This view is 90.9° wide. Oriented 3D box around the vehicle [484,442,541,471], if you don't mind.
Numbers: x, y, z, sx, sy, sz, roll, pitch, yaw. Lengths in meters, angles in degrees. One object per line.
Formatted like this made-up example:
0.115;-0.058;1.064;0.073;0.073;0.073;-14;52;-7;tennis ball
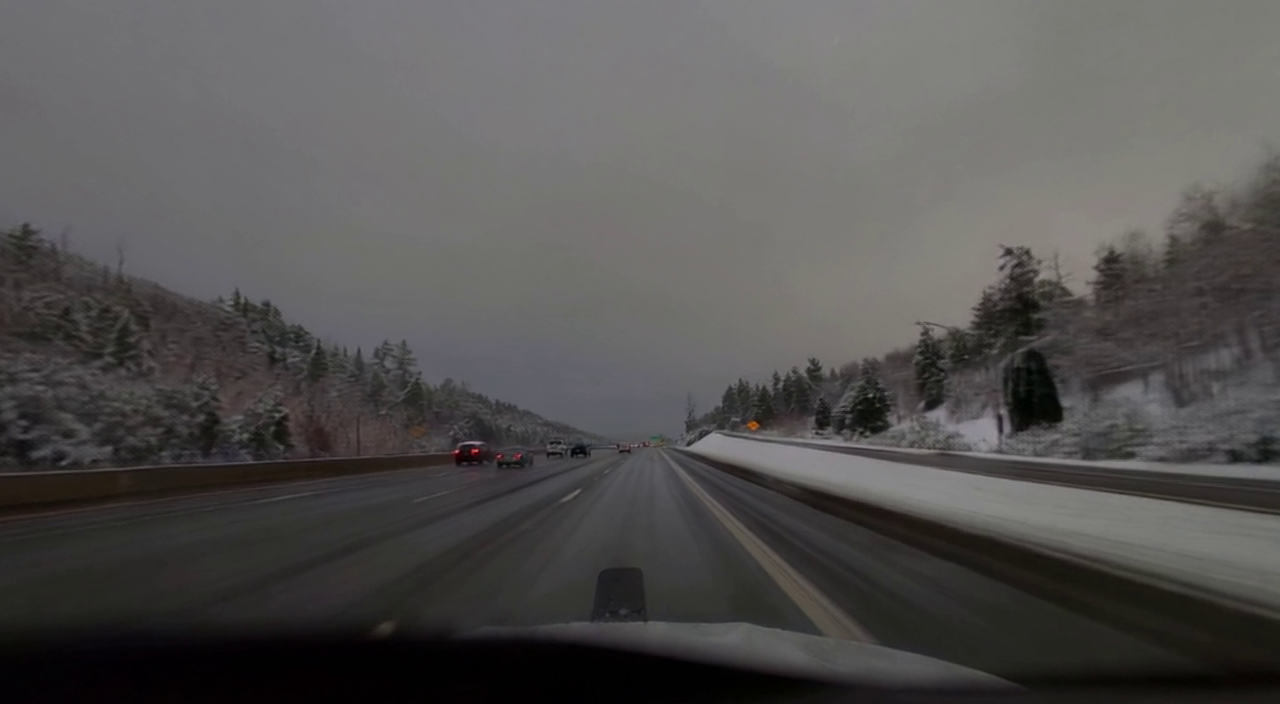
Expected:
-6.874;5.705;34.587;2.107;1.484;4.449;-1;-9;2;vehicle

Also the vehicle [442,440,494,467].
-11.155;6.614;41.277;2.020;1.645;4.629;-1;-9;2;vehicle
